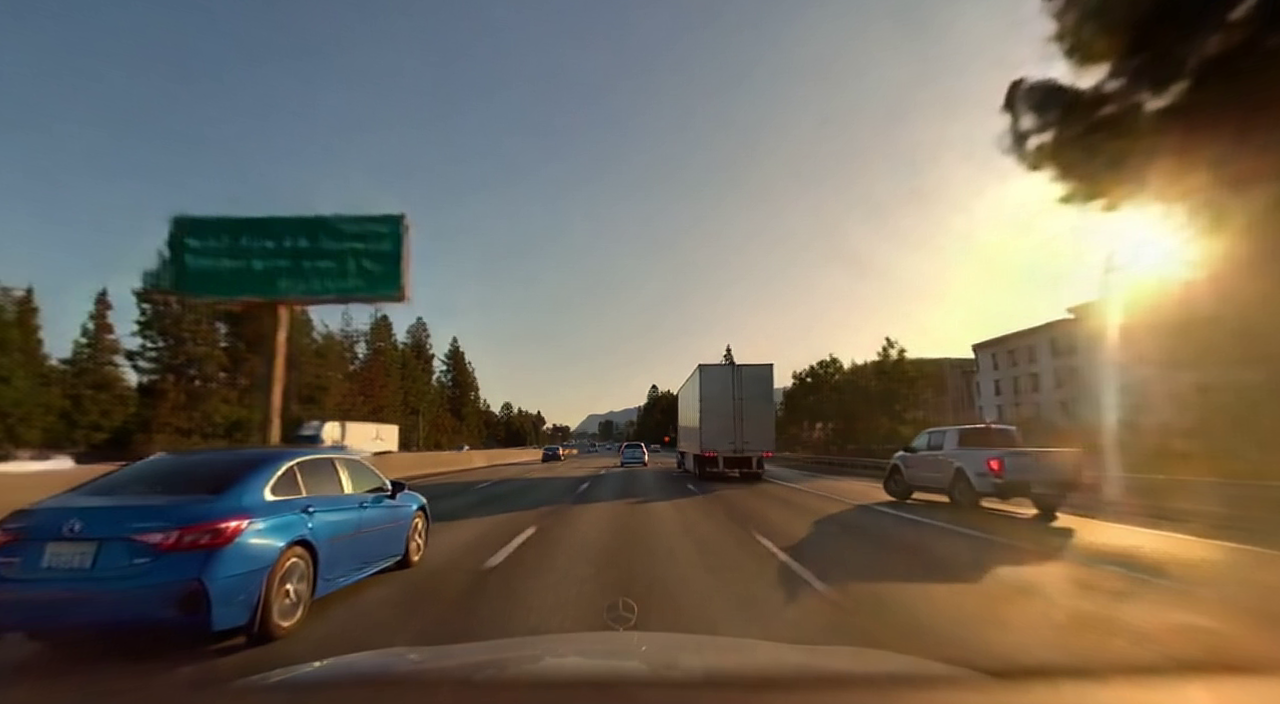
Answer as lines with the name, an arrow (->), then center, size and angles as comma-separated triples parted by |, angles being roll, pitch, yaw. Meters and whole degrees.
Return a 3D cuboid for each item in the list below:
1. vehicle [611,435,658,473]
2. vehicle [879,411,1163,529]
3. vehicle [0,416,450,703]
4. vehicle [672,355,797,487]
vehicle -> -0.297, 5.199, 32.366 | 2.203, 1.805, 4.358 | 0, -9, -1
vehicle -> 6.877, 2.229, 12.454 | 2.106, 1.795, 5.489 | 0, -9, -1
vehicle -> -3.140, 1.333, 4.988 | 1.864, 1.406, 4.544 | 0, -9, 0
vehicle -> 3.306, 3.270, 27.193 | 2.876, 4.086, 15.117 | 0, -9, -1
